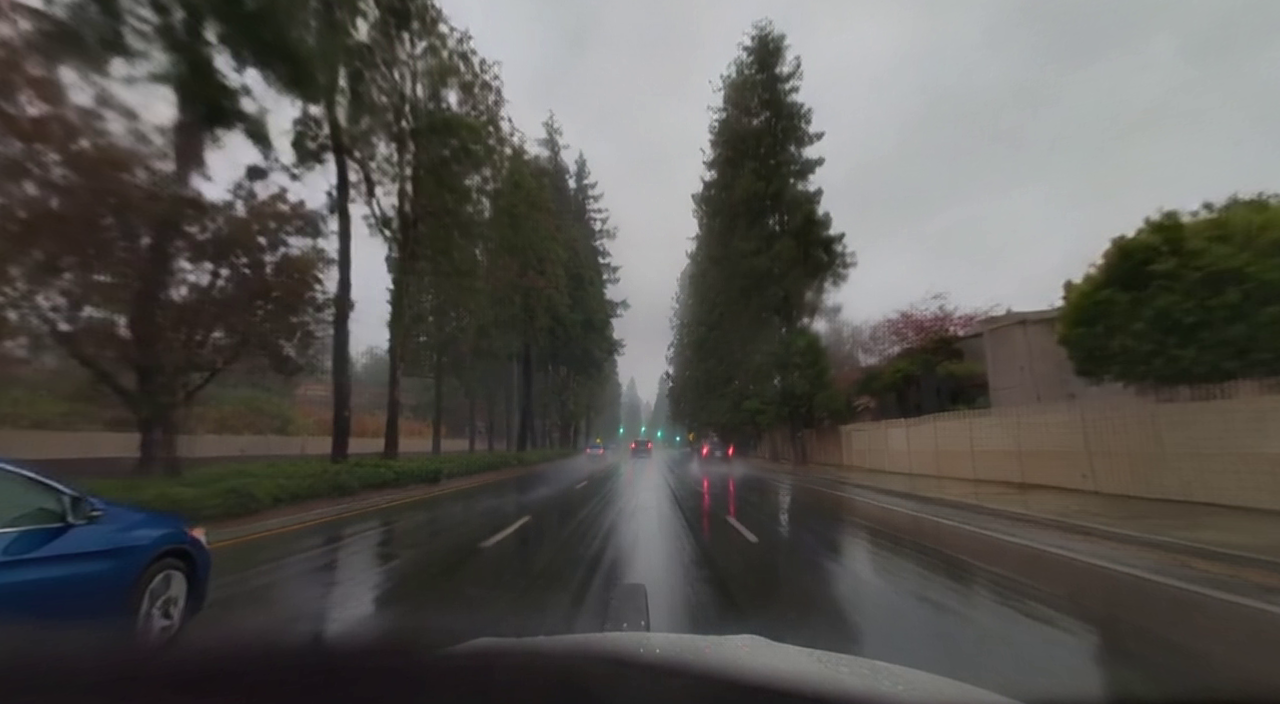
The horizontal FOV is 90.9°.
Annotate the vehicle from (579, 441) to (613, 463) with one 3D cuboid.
[{"bbox_3d":[-3.003,6.939,43.812,1.940,1.473,4.133,0,-8,1],"label":"vehicle"}]

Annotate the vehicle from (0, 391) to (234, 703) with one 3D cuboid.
[{"bbox_3d":[-3.712,0.757,1.494,2.091,1.503,4.989,0,-8,1],"label":"vehicle"}]

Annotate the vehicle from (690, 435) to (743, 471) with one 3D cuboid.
[{"bbox_3d":[3.856,5.189,32.504,2.182,1.688,4.187,0,-8,-1],"label":"vehicle"}]
